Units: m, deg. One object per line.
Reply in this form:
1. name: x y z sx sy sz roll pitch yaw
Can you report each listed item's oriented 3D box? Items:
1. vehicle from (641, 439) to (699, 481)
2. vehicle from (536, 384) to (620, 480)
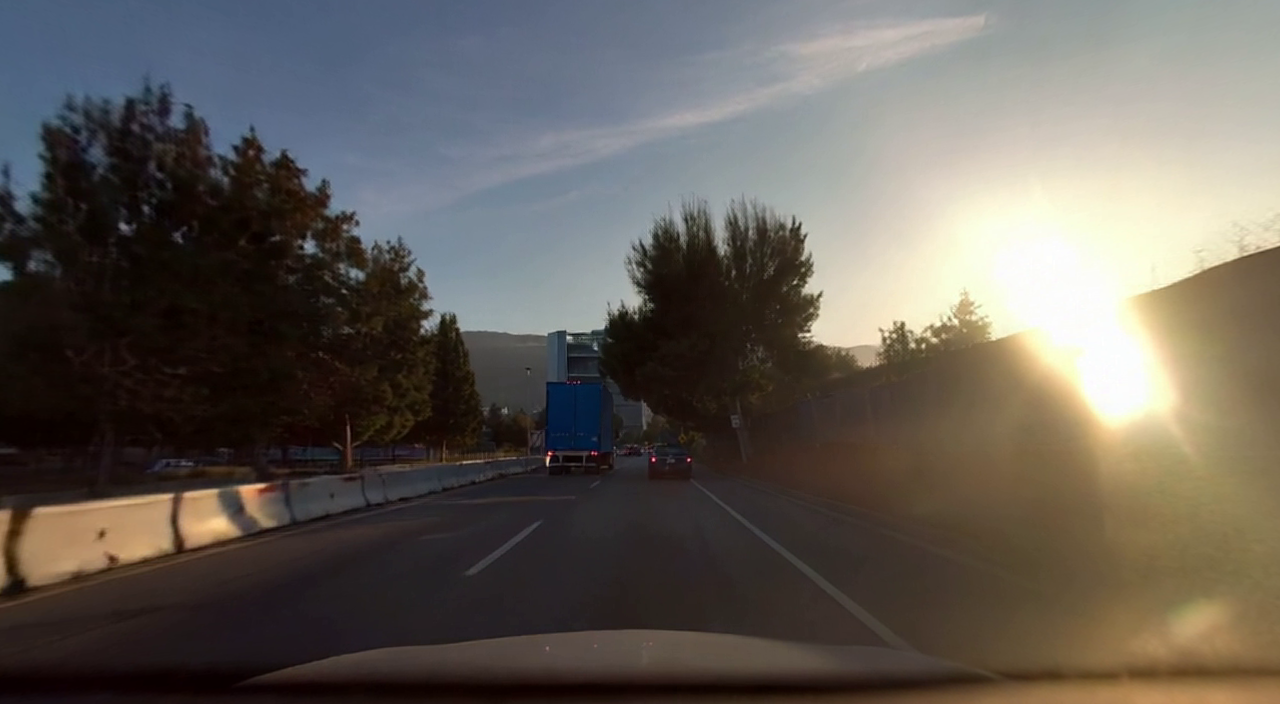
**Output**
1. vehicle: 1.210 4.642 27.391 2.304 1.675 4.462 0 -8 0
2. vehicle: -2.881 4.552 34.926 2.906 4.115 15.715 0 -8 1
